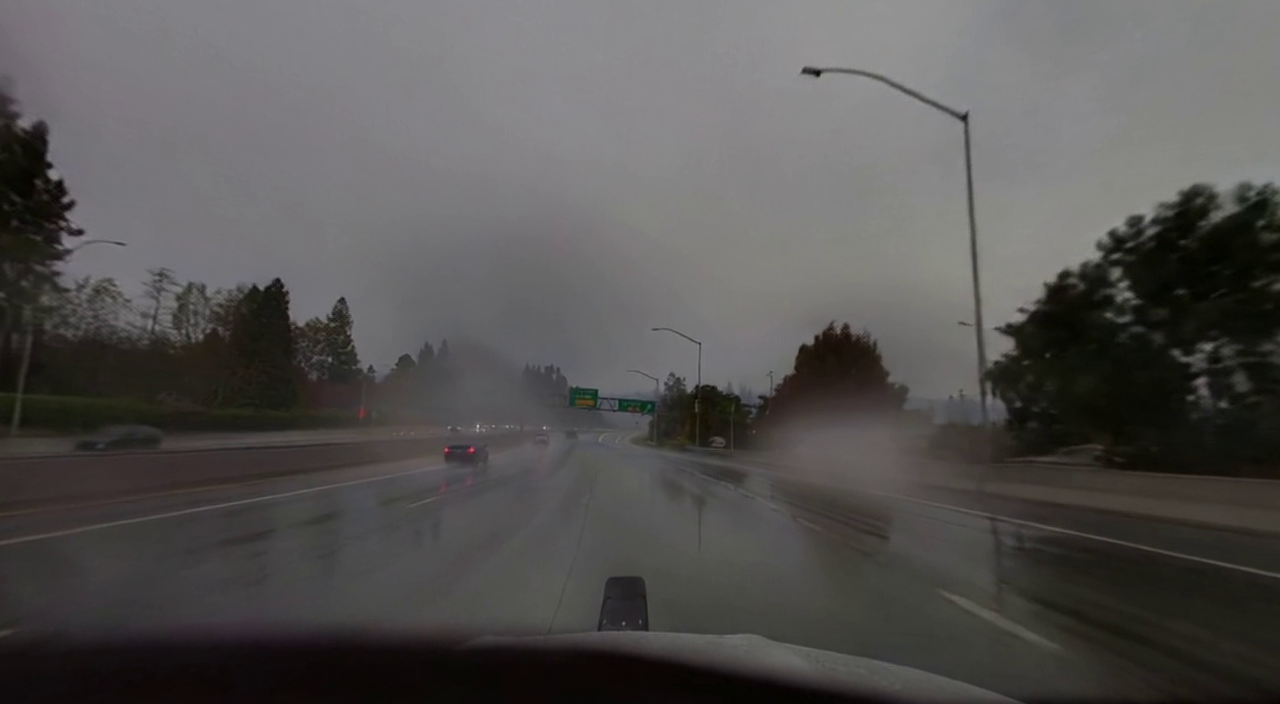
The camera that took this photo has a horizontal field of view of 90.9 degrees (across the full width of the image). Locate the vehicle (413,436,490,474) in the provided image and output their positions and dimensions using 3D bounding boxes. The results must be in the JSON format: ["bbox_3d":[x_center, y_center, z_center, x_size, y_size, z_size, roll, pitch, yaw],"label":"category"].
[{"bbox_3d":[-7.952,4.373,27.113,2.025,1.494,4.495,0,-8,-2],"label":"vehicle"}]

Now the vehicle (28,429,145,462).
[{"bbox_3d":[-26.803,4.569,30.772,1.857,1.473,4.376,0,-8,-2],"label":"vehicle"}]
